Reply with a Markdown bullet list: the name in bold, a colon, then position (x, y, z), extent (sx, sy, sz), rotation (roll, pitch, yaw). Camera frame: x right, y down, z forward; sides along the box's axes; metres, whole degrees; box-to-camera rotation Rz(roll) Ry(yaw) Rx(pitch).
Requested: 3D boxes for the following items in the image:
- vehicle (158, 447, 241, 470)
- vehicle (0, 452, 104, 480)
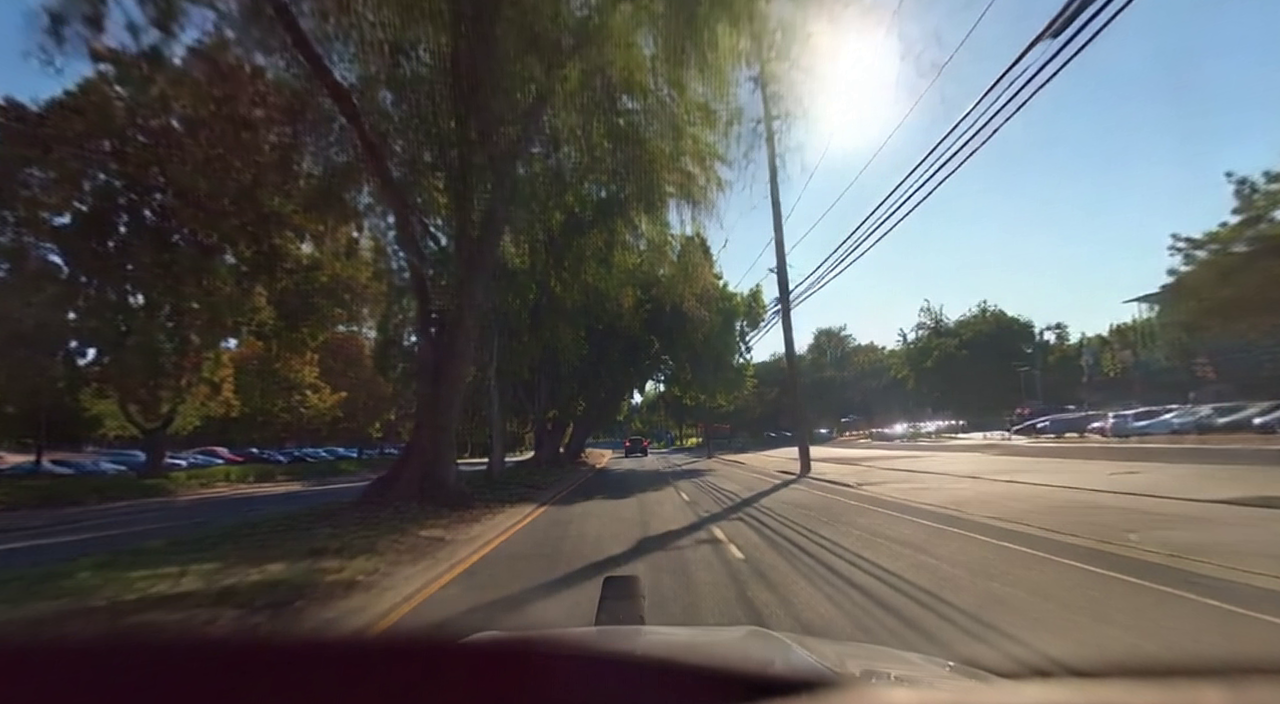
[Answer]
- **vehicle**: position (-34.040, 8.208, 48.916), extent (4.662, 1.660, 2.312), rotation (0, -8, -2)
- **vehicle**: position (-33.718, 6.481, 35.919), extent (4.557, 1.493, 2.049), rotation (0, -8, 0)
